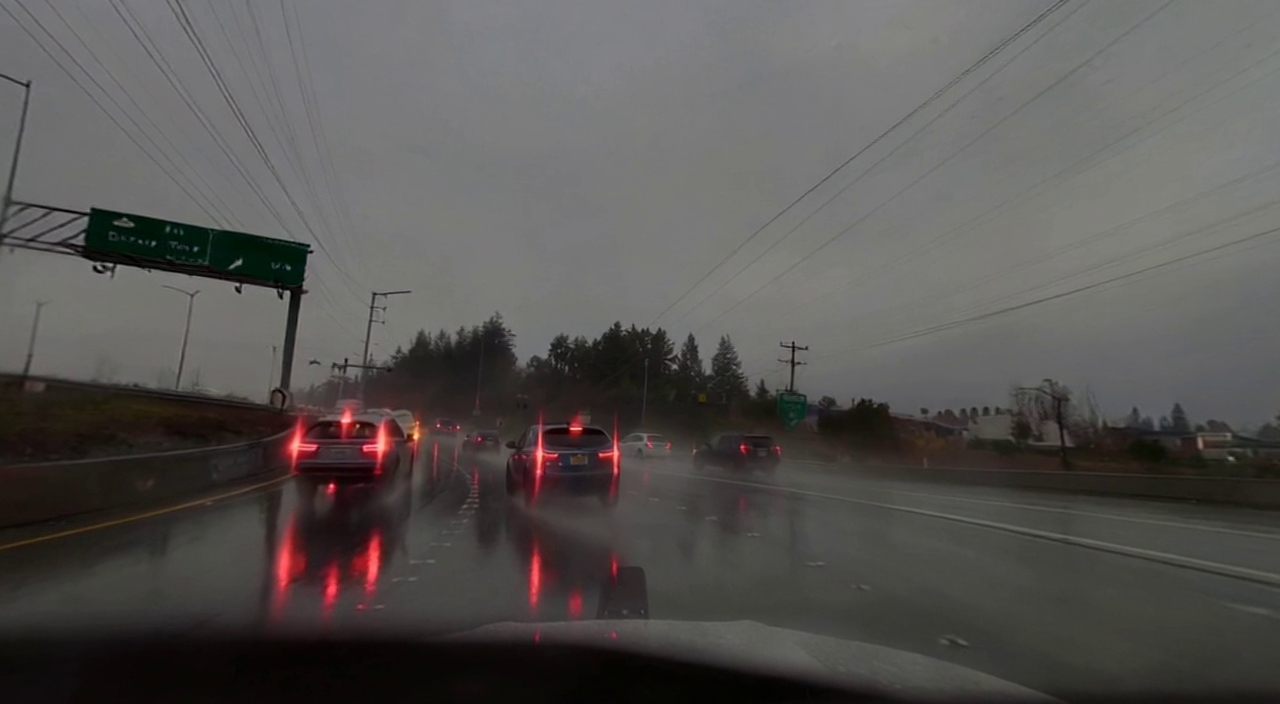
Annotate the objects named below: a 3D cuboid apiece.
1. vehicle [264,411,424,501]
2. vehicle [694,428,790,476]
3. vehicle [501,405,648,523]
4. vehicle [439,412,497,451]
[{"bbox_3d":[-5.831,2.103,13.106,2.033,1.501,4.623,2,-9,-13],"label":"vehicle"},{"bbox_3d":[4.153,4.195,26.628,2.079,1.807,4.682,2,-9,-17],"label":"vehicle"},{"bbox_3d":[-1.412,1.981,11.646,2.140,1.724,4.304,2,-9,-13],"label":"vehicle"},{"bbox_3d":[-8.859,4.104,32.215,2.042,1.817,4.650,4,-9,-25],"label":"vehicle"}]
